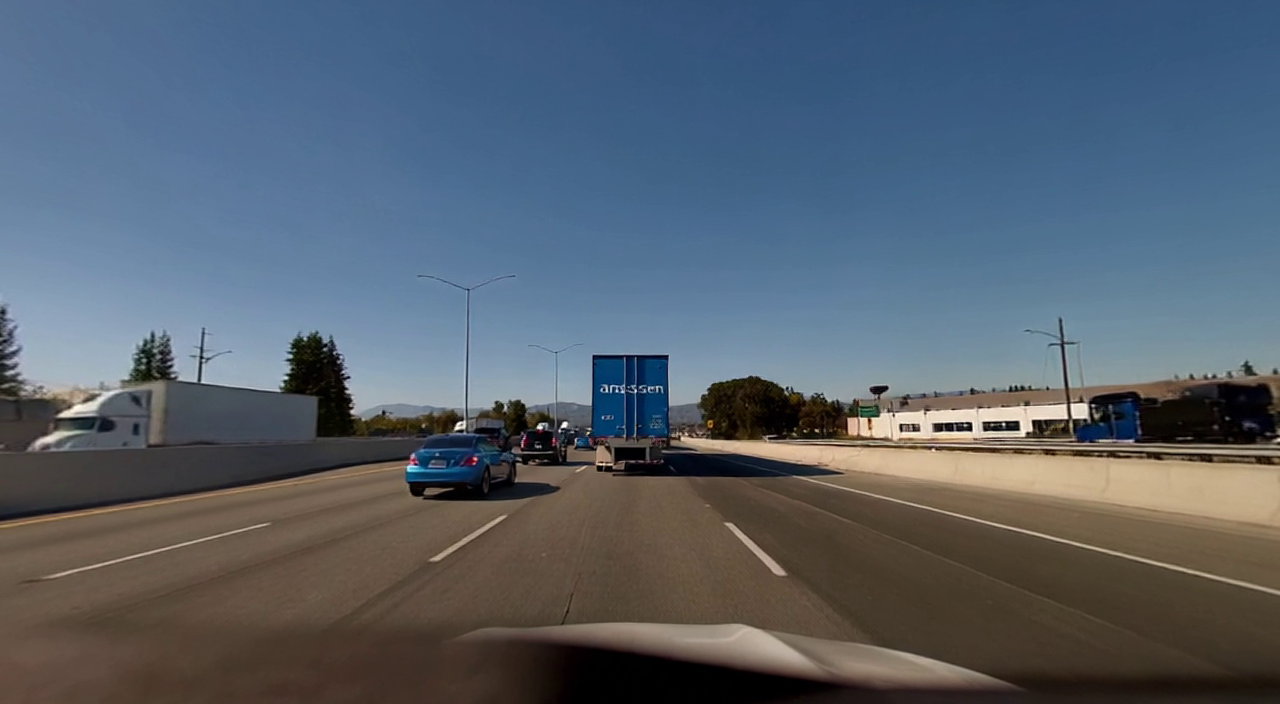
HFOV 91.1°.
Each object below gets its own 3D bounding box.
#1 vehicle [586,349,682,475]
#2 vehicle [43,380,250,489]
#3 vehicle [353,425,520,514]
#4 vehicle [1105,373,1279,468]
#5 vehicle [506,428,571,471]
[{"bbox_3d":[-0.316,2.708,26.450,3.171,4.204,11.036,0,-8,-1],"label":"vehicle"},{"bbox_3d":[-19.139,3.256,25.027,3.004,3.780,6.115,-1,-7,2],"label":"vehicle"},{"bbox_3d":[-3.888,2.298,12.933,1.964,1.507,4.361,0,-8,0],"label":"vehicle"},{"bbox_3d":[18.836,2.349,20.980,2.432,2.753,5.388,0,-8,0],"label":"vehicle"},{"bbox_3d":[-4.003,3.908,25.435,1.946,1.599,4.073,0,-8,0],"label":"vehicle"}]
